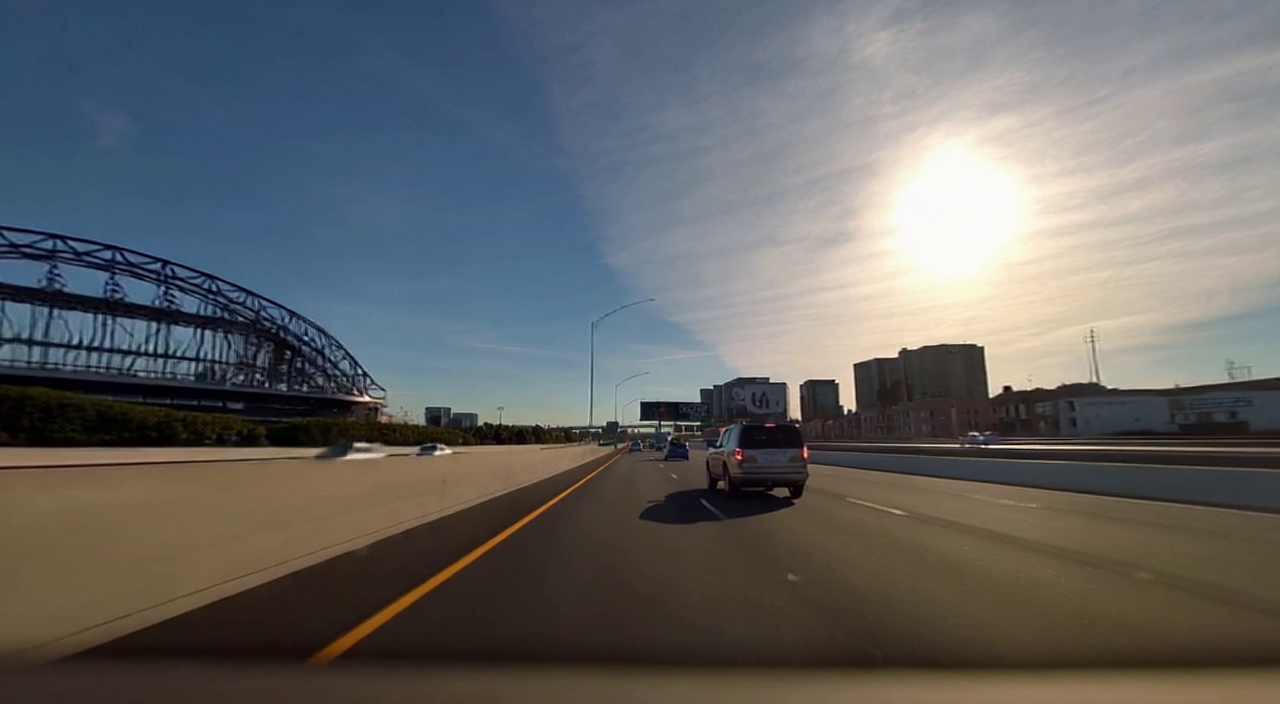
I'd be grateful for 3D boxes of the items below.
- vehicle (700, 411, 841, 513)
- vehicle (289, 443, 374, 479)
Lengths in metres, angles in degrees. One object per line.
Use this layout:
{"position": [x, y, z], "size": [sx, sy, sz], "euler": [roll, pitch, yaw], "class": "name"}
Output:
{"position": [2.824, 2.544, 15.059], "size": [2.199, 2.002, 4.970], "euler": [0, -9, -1], "class": "vehicle"}
{"position": [-14.894, 5.246, 30.785], "size": [1.905, 1.599, 4.490], "euler": [0, -9, -1], "class": "vehicle"}
